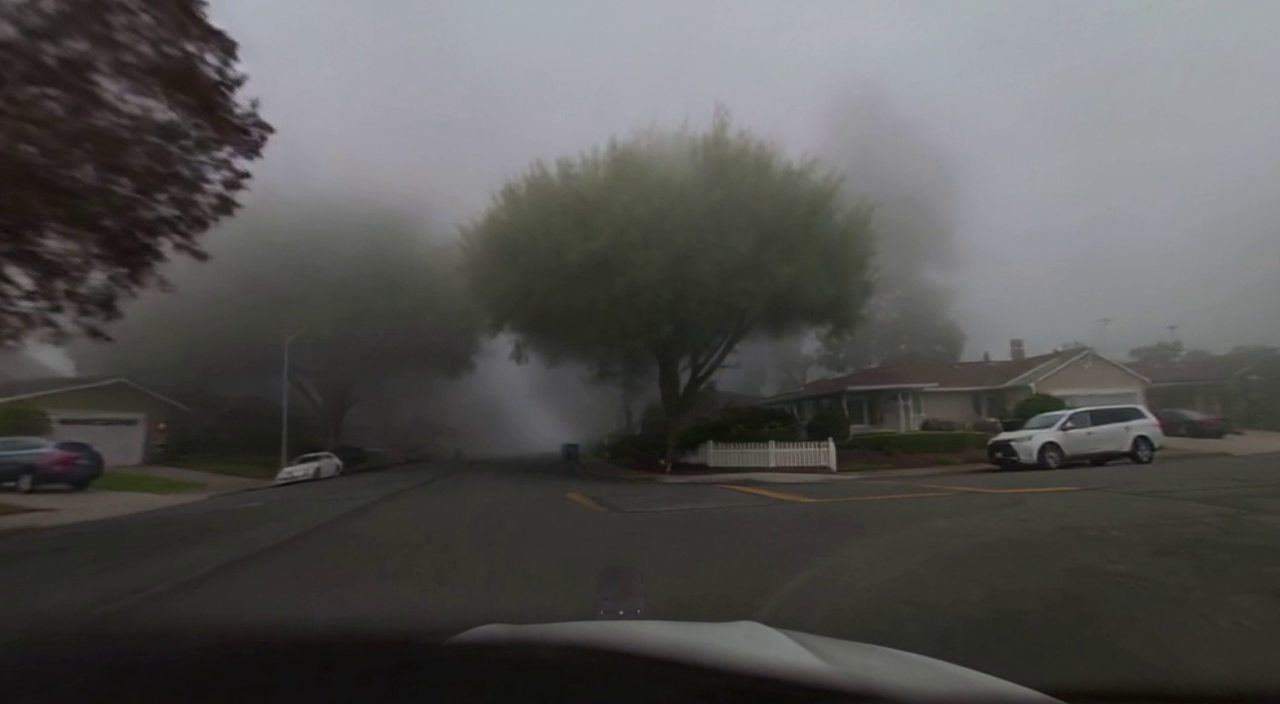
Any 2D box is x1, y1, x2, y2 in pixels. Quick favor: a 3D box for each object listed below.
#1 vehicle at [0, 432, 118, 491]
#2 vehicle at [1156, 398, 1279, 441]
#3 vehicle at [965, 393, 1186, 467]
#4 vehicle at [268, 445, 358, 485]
[{"bbox_3d":[-20.793,3.631,20.928,4.683,1.849,2.044,2,-9,-14],"label":"vehicle"},{"bbox_3d":[28.738,3.425,31.201,2.029,1.747,4.373,2,-11,-11],"label":"vehicle"},{"bbox_3d":[13.674,2.515,19.826,6.088,2.084,2.337,3,-10,-18],"label":"vehicle"},{"bbox_3d":[-13.944,4.794,27.193,2.040,1.525,5.212,2,-9,-12],"label":"vehicle"}]
